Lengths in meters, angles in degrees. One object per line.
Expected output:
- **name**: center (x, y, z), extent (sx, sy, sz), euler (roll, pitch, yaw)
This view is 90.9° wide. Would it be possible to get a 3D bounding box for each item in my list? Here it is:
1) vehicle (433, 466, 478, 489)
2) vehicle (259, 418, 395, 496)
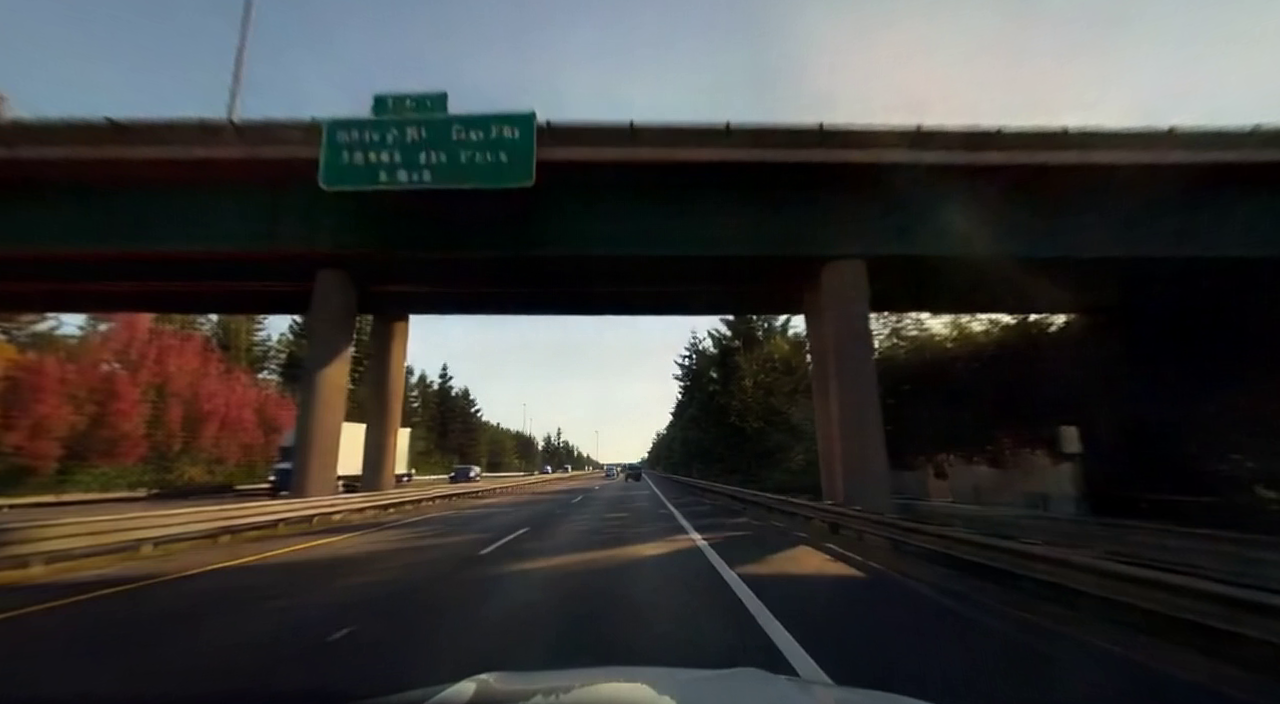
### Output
- **vehicle**: center (-13.131, 8.965, 45.179), extent (1.855, 1.474, 4.335), euler (1, -11, 1)
- **vehicle**: center (-17.587, 6.170, 36.491), extent (2.960, 3.849, 9.487), euler (1, -11, -1)
